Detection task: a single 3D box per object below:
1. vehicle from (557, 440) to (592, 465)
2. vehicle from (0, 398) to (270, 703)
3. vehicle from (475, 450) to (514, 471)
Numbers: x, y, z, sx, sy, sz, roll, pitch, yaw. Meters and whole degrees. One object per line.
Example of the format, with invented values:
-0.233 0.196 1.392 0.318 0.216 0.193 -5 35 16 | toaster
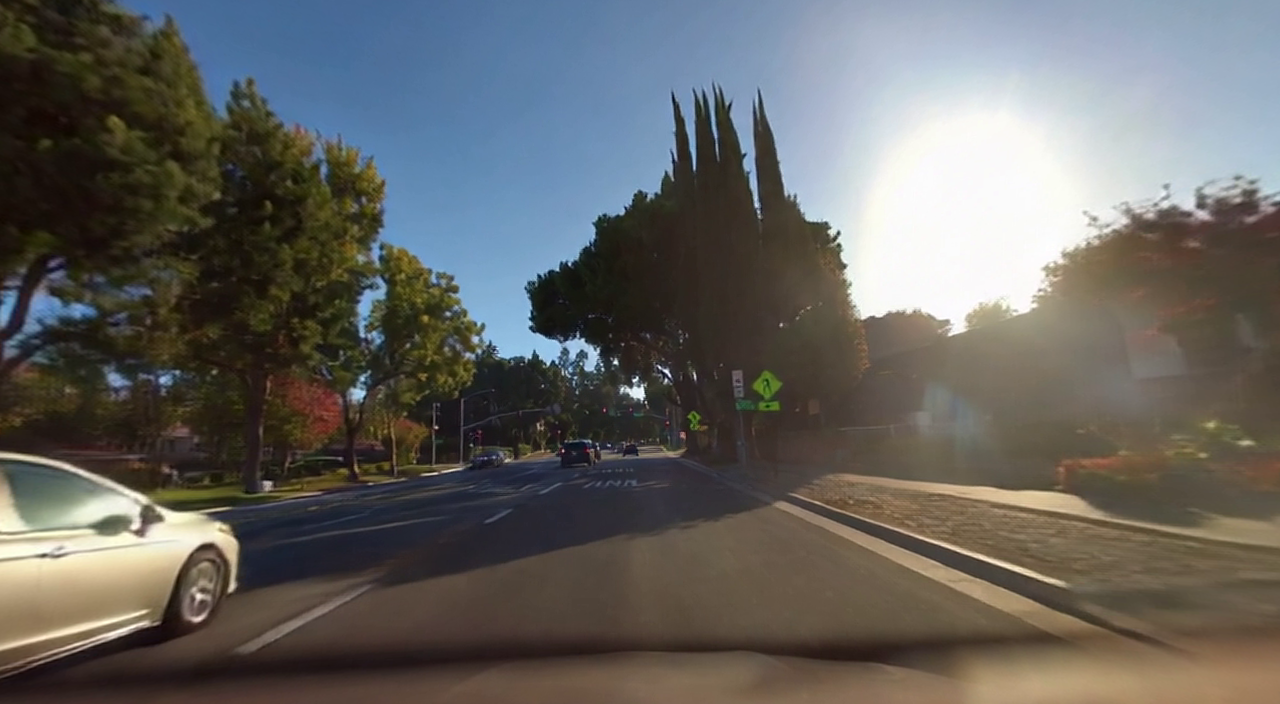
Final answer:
-4.712 7.276 46.006 2.065 1.714 4.272 0 -8 1 | vehicle
-4.590 1.136 3.557 2.169 1.706 4.638 0 -8 0 | vehicle
-11.245 8.412 49.179 2.032 1.493 4.761 0 -8 -1 | vehicle
